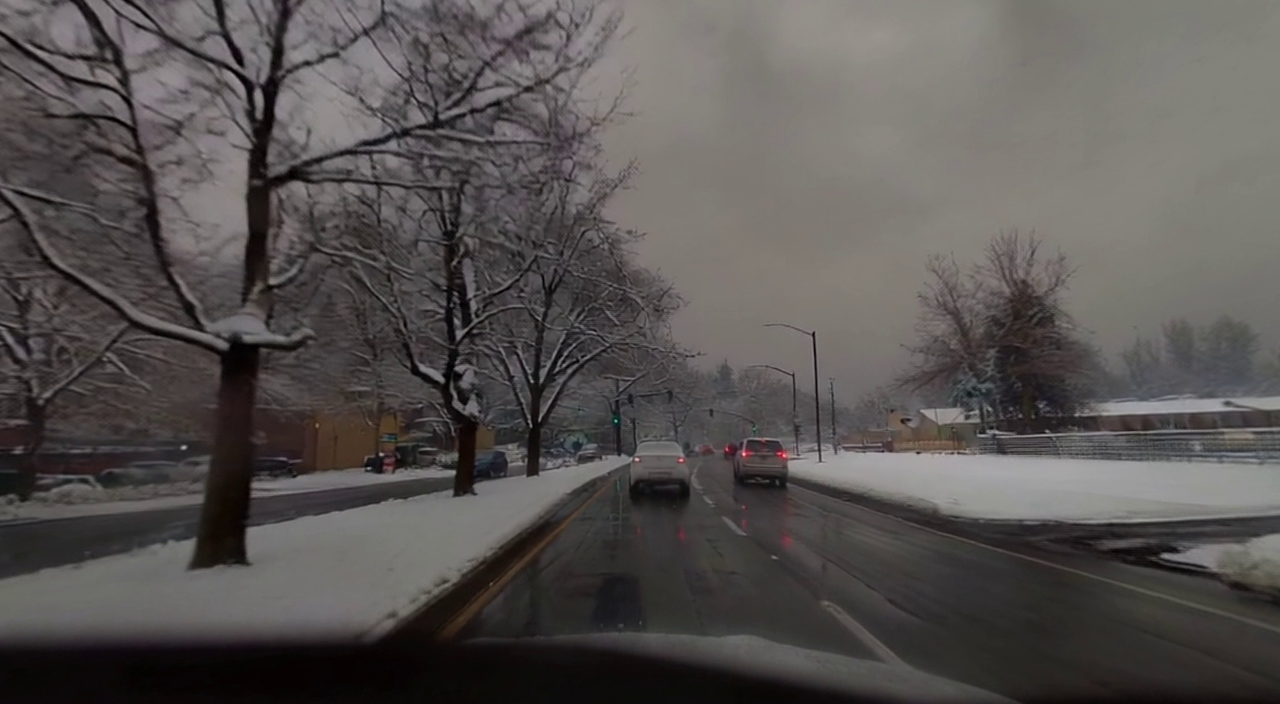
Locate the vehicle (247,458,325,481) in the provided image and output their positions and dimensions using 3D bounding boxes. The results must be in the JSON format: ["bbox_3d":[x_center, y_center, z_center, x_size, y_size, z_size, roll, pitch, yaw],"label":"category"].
[{"bbox_3d":[-25.008,8.308,44.638,4.374,1.502,1.925,-1,-8,5],"label":"vehicle"}]

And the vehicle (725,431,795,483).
[{"bbox_3d":[4.580,4.080,24.853,1.953,1.818,5.299,-1,-8,3],"label":"vehicle"}]

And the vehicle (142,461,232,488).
[{"bbox_3d":[-26.800,7.242,37.352,4.011,1.473,1.913,-2,-8,9],"label":"vehicle"}]

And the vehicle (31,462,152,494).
[{"bbox_3d":[-27.929,6.390,32.195,4.366,1.486,2.072,-1,-8,4],"label":"vehicle"}]

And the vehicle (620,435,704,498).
[{"bbox_3d":[0.620,3.257,18.331,2.154,1.585,3.997,-1,-8,2],"label":"vehicle"}]
